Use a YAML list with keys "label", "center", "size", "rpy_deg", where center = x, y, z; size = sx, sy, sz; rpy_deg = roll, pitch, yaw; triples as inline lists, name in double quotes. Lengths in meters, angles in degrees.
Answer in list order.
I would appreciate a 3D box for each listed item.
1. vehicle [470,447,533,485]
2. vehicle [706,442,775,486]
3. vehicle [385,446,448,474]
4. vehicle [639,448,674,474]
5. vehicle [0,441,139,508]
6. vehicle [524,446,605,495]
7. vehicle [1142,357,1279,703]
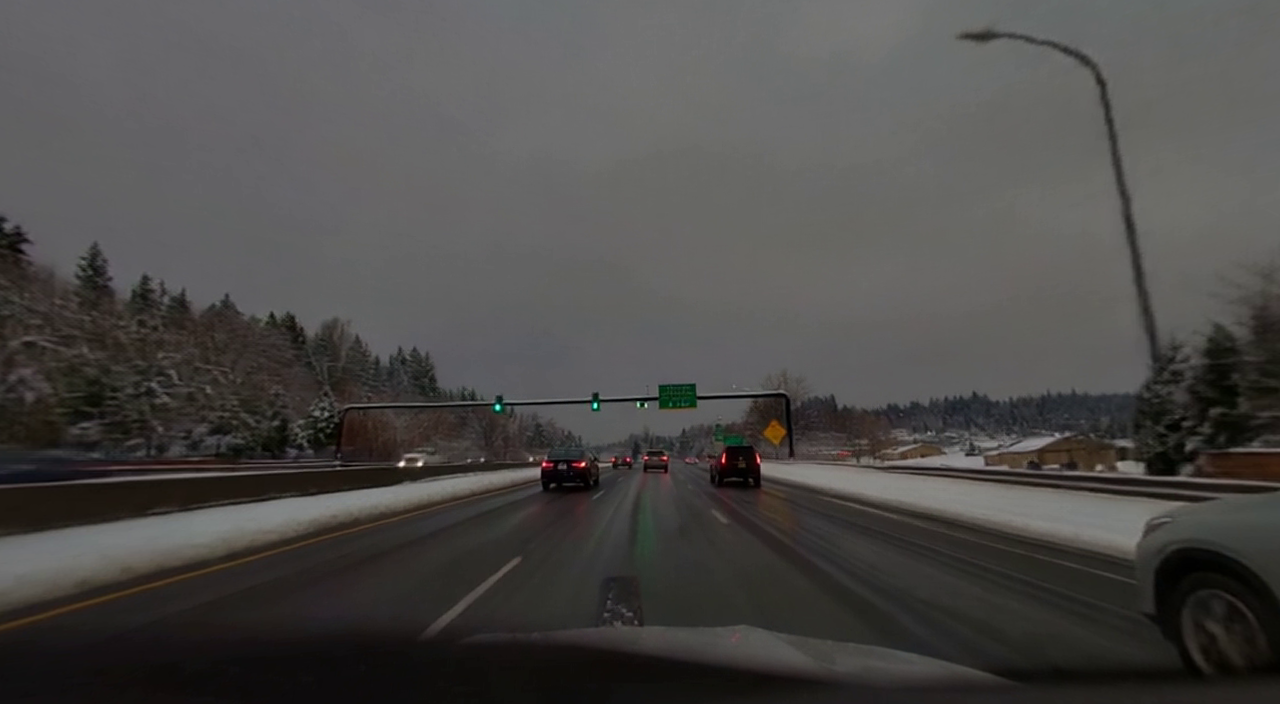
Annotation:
- label: "vehicle"
  center: [-5.914, 4.874, 27.359]
  size: [1.835, 1.504, 3.612]
  rpy_deg: [0, -9, 1]
- label: "vehicle"
  center: [4.227, 4.798, 27.353]
  size: [2.320, 1.735, 4.408]
  rpy_deg: [0, -8, 1]
- label: "vehicle"
  center: [-14.766, 7.164, 42.090]
  size: [2.213, 1.749, 4.890]
  rpy_deg: [-1, -9, 3]
- label: "vehicle"
  center: [1.229, 7.828, 45.675]
  size: [2.408, 1.748, 4.217]
  rpy_deg: [0, -8, 3]
- label: "vehicle"
  center: [-15.345, 2.976, 15.644]
  size: [1.971, 1.484, 4.666]
  rpy_deg: [0, -9, 1]
- label: "vehicle"
  center: [-2.498, 4.060, 22.137]
  size: [2.130, 1.514, 4.766]
  rpy_deg: [0, -8, 2]
- label: "vehicle"
  center: [3.807, 0.646, 1.134]
  size: [2.029, 1.716, 4.545]
  rpy_deg: [0, -9, 0]
